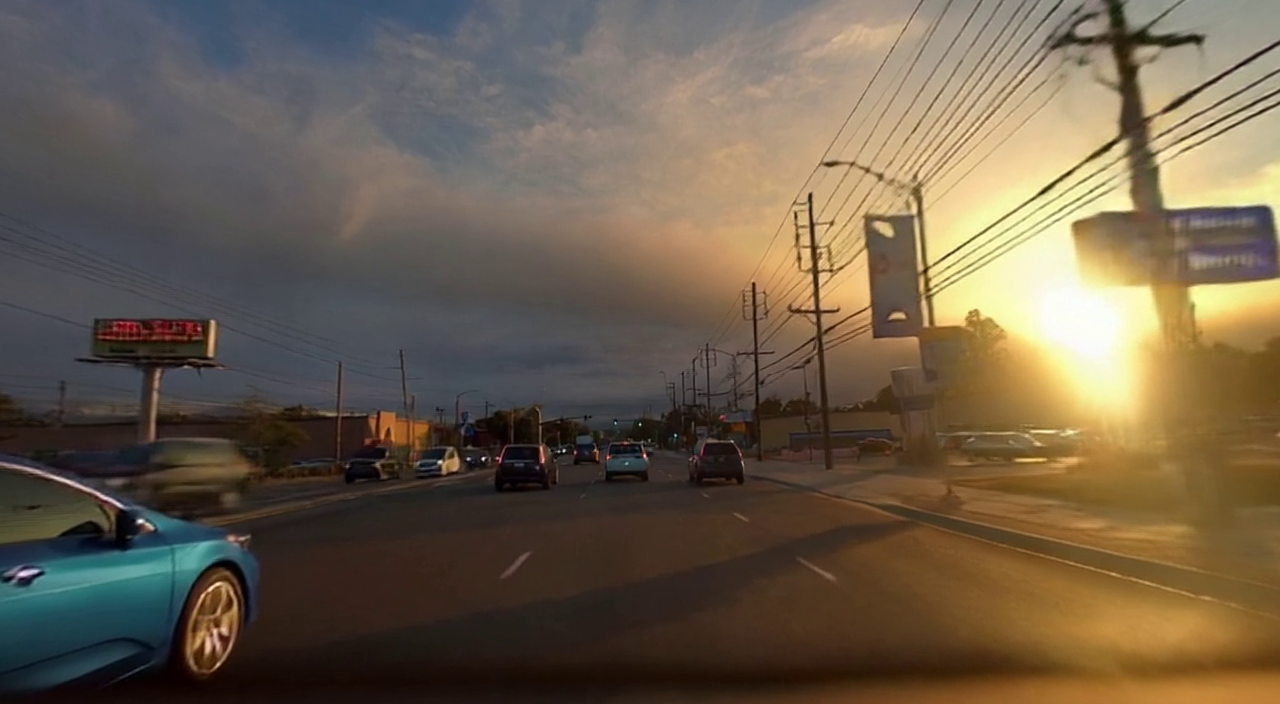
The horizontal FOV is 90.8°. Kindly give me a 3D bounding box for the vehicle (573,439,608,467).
[{"bbox_3d":[-3.827,7.914,49.689,2.405,2.009,5.909,0,-8,-1],"label":"vehicle"}]

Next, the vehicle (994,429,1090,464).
[{"bbox_3d":[19.269,4.581,30.532,1.941,1.536,3.956,0,-9,-1],"label":"vehicle"}]

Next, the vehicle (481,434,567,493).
[{"bbox_3d":[-3.603,3.522,20.337,2.051,1.671,3.861,0,-8,0],"label":"vehicle"}]

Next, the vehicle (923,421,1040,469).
[{"bbox_3d":[16.122,4.474,30.317,2.409,1.981,5.809,-2,-9,1],"label":"vehicle"}]

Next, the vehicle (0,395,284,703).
[{"bbox_3d":[-3.339,0.849,1.840,2.022,1.498,4.471,0,-8,-1],"label":"vehicle"}]

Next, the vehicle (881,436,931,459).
[{"bbox_3d":[19.215,6.900,45.860,1.883,1.499,4.403,-1,-8,3],"label":"vehicle"}]

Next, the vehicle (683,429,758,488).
[{"bbox_3d":[2.774,3.763,22.682,2.026,1.904,4.102,0,-8,-2],"label":"vehicle"}]

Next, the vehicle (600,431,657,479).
[{"bbox_3d":[-0.535,4.523,27.879,2.326,1.925,4.253,0,-8,-2],"label":"vehicle"}]

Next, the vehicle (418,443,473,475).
[{"bbox_3d":[-11.655,6.439,38.220,2.016,1.773,4.433,0,-8,-1],"label":"vehicle"}]

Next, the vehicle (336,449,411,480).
[{"bbox_3d":[-15.021,6.325,35.910,2.258,1.586,4.820,0,-8,-1],"label":"vehicle"}]

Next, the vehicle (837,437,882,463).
[{"bbox_3d":[14.729,6.511,42.197,1.990,1.597,4.475,-5,-10,29],"label":"vehicle"}]
